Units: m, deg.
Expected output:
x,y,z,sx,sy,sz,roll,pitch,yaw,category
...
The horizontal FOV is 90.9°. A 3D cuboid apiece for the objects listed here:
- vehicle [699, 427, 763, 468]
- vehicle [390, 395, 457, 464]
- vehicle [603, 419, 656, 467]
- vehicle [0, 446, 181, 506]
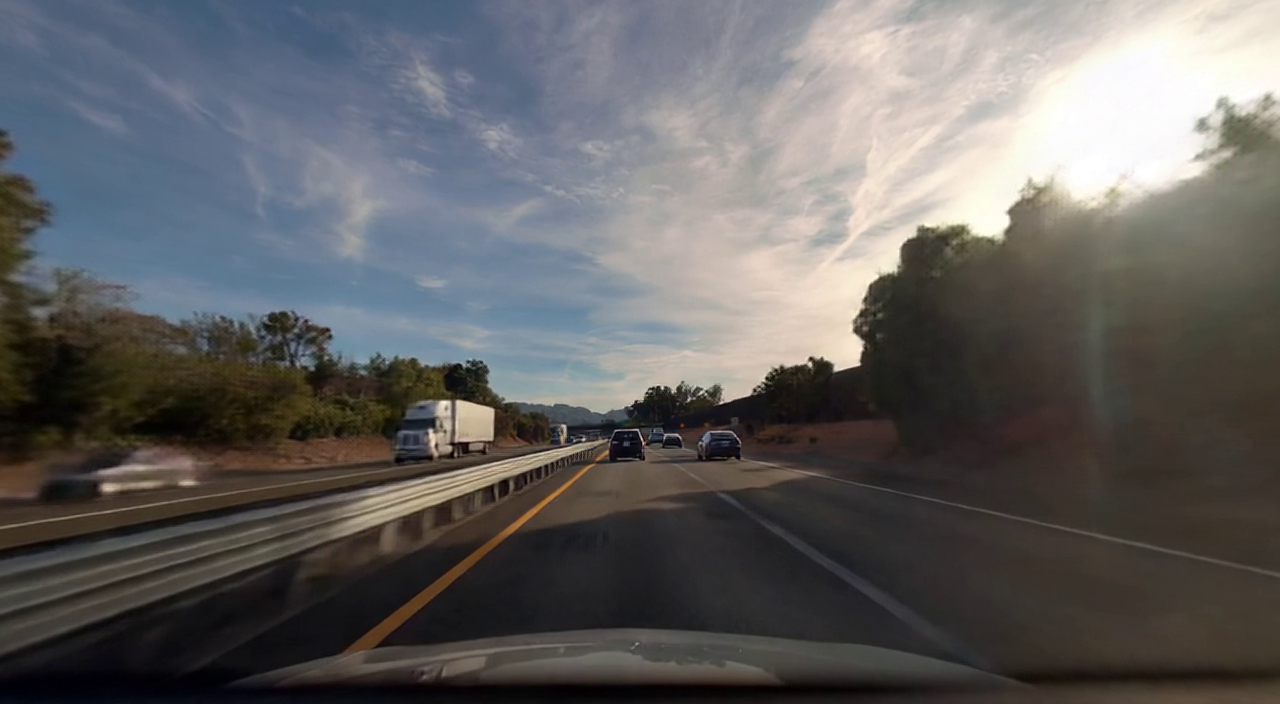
x,y,z,sx,sy,sz,roll,pitch,yaw,category
3.766,4.032,26.781,1.981,1.606,3.956,0,-8,-2,vehicle
-13.709,4.949,40.154,3.011,4.191,3.431,0,-8,-1,vehicle
-0.532,4.232,29.498,2.270,2.044,4.633,0,-8,-2,vehicle
-16.453,3.675,19.199,1.859,1.540,4.165,0,-8,-2,vehicle
